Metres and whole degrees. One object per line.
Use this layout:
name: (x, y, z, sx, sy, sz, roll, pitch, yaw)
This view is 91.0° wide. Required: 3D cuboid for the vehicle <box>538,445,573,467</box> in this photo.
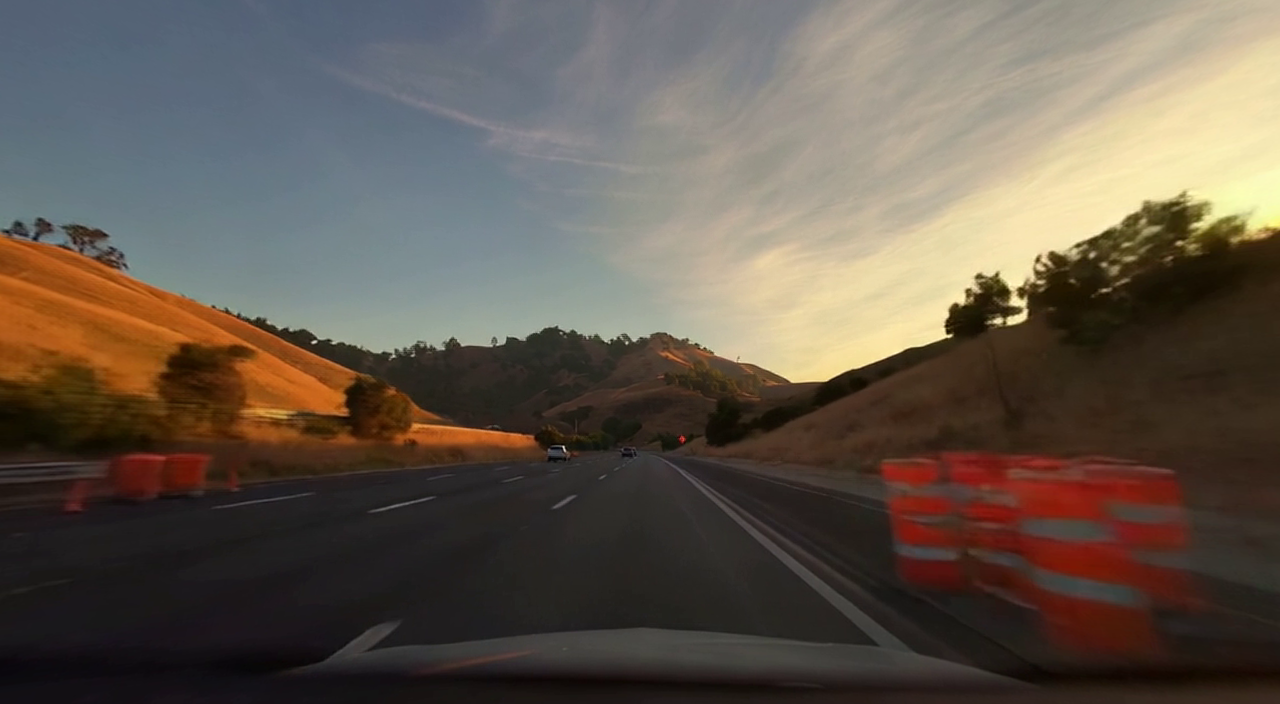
vehicle: (-6.452, 8.005, 48.426, 2.042, 1.585, 4.162, 0, -9, 1)
